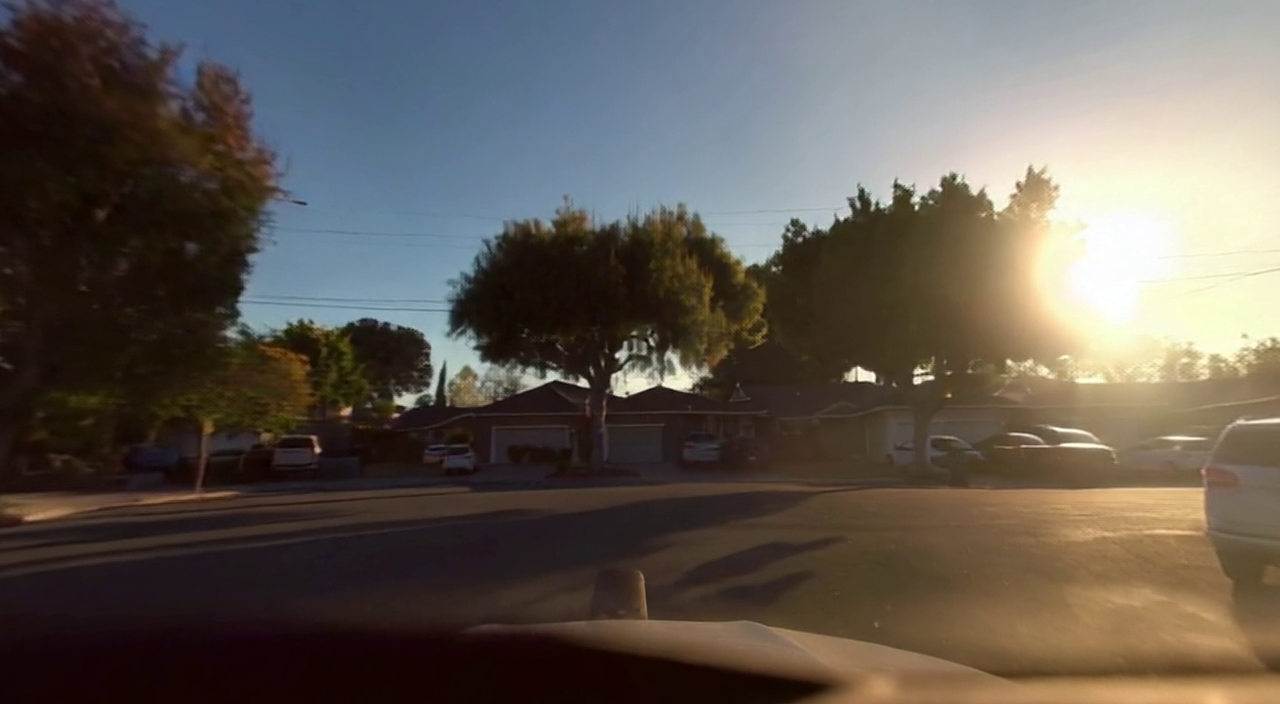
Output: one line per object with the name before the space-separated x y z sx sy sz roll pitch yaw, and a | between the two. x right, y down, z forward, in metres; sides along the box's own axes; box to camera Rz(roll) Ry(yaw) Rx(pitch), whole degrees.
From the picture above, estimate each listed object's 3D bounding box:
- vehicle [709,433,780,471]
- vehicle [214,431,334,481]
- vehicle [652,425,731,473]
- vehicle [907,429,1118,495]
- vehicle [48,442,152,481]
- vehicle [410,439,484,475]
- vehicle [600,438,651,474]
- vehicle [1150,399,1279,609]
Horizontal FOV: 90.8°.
vehicle | 4.947 4.856 30.685 2.160 1.695 4.183 1 -9 -9
vehicle | -15.109 4.246 25.998 5.096 1.824 2.305 -6 -11 36
vehicle | 2.257 4.546 29.463 2.455 2.018 5.271 2 -9 -9
vehicle | 10.998 3.291 19.148 5.082 1.789 1.947 -3 -9 17
vehicle | -22.456 4.502 26.242 4.013 1.428 2.046 -5 -8 31
vehicle | -9.050 4.857 29.373 1.932 1.518 4.343 6 -11 -35
vehicle | -0.733 4.762 29.194 1.833 1.540 3.532 1 -9 -9
vehicle | 7.663 1.478 6.638 4.863 1.784 2.109 6 -10 -34
